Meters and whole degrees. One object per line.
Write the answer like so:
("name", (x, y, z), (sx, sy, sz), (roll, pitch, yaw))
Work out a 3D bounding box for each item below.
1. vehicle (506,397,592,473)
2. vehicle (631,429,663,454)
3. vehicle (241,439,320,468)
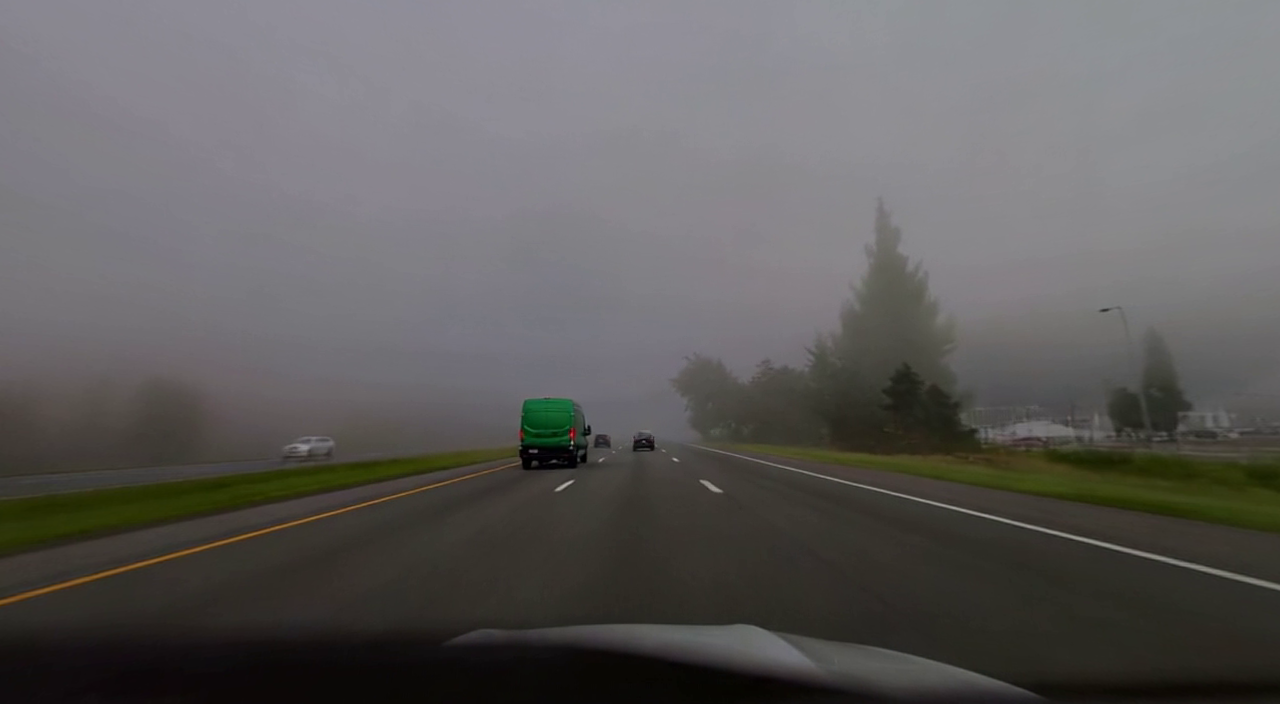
("vehicle", (-3.311, 3.210, 24.359), (2.424, 2.577, 5.828), (0, -8, 0))
("vehicle", (0.468, 6.355, 44.704), (2.104, 1.646, 4.176), (0, -8, 0))
("vehicle", (-20.115, 5.676, 35.465), (1.815, 1.465, 4.477), (0, -8, 0))
